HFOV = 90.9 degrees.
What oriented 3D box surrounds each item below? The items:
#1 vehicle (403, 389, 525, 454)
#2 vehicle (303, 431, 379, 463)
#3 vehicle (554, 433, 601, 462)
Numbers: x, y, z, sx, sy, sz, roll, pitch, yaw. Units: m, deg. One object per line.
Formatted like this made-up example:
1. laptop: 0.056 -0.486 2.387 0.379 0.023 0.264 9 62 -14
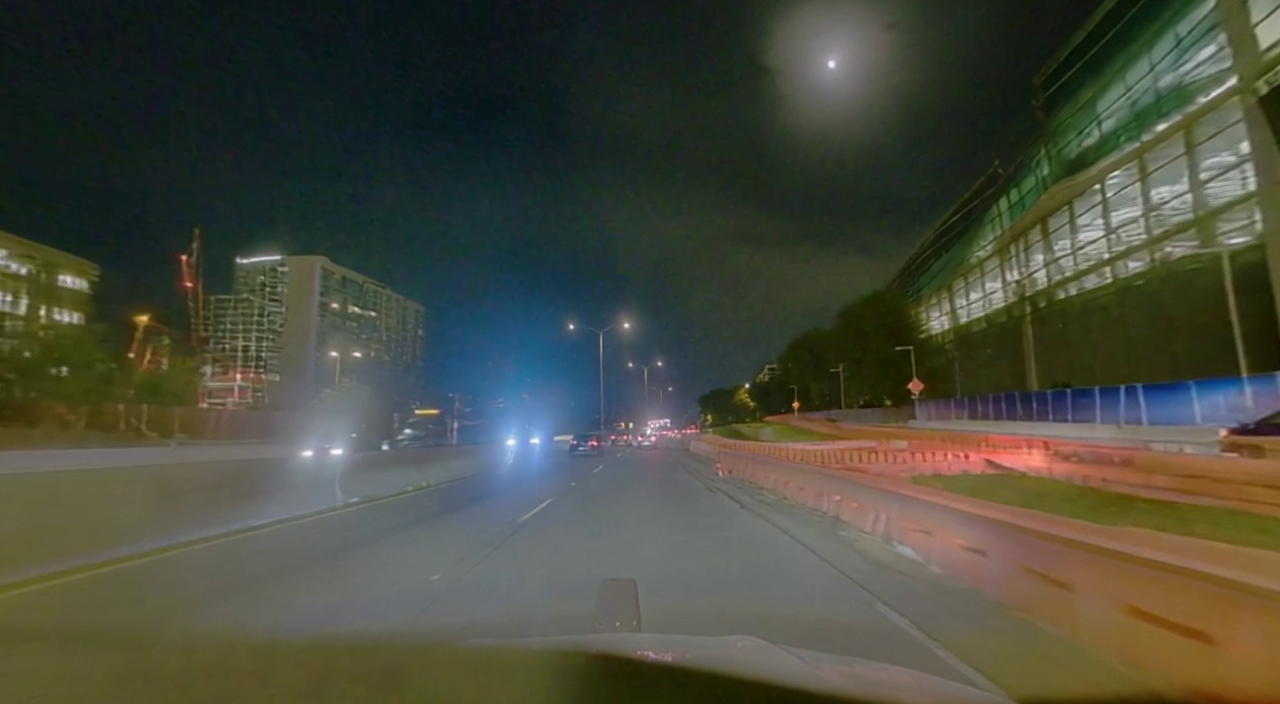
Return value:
1. vehicle: -12.222 5.335 46.677 3.408 3.933 16.893 0 -8 3
2. vehicle: -16.308 5.165 34.598 1.874 1.612 4.303 0 -8 4
3. vehicle: -3.160 4.895 32.554 1.848 1.406 4.013 0 -8 2
